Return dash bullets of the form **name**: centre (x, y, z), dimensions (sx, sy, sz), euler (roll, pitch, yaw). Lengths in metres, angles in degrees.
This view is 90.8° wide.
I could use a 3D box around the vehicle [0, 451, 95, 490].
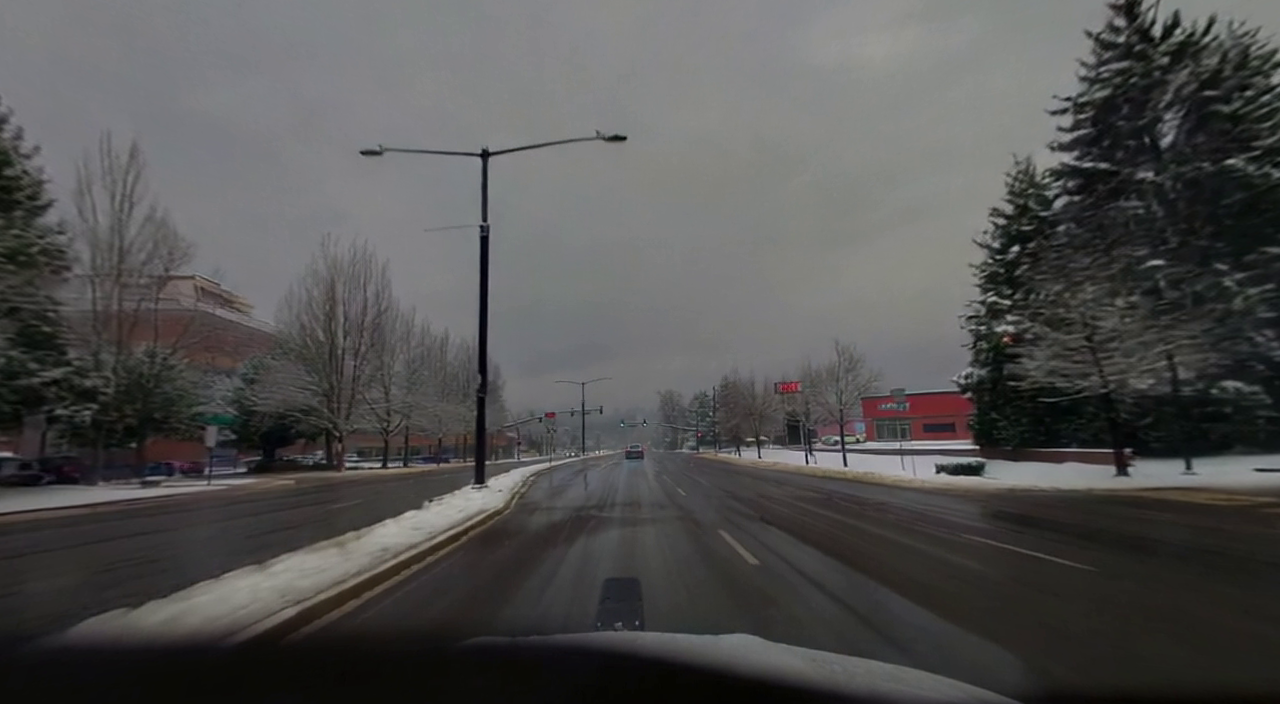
- **vehicle**: centre (-28.892, 5.503, 29.436), dimensions (5.122, 1.686, 1.967), euler (0, -9, 1)
